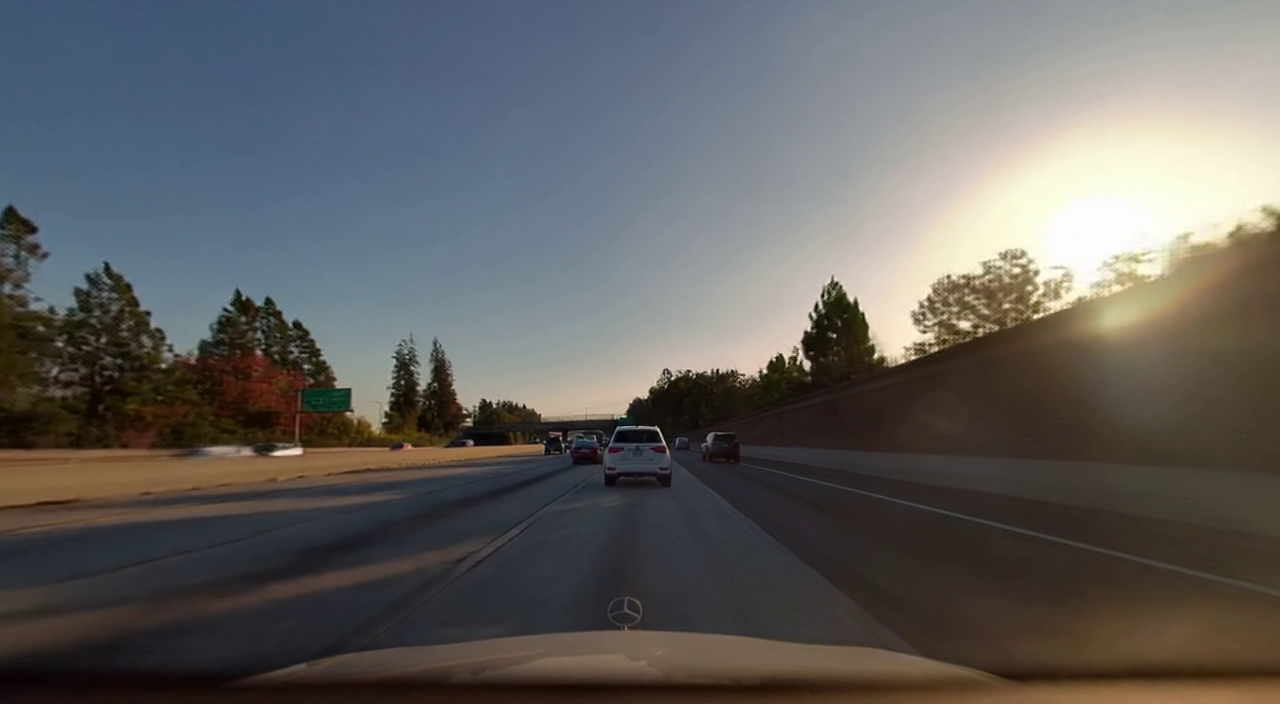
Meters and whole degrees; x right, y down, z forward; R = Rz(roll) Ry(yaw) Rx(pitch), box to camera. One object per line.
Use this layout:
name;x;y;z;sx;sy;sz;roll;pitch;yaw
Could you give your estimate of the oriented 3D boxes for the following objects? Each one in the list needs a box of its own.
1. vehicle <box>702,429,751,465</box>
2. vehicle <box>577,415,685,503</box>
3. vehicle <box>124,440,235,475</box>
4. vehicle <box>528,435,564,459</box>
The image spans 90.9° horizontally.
vehicle;4.692;5.234;34.846;2.017;1.847;4.299;0;-8;-1
vehicle;-0.177;2.539;15.237;2.233;1.804;4.273;0;-8;0
vehicle;-21.385;4.902;29.561;1.870;1.500;4.364;0;-8;1
vehicle;-7.013;7.166;47.559;2.024;1.706;4.249;0;-8;1
